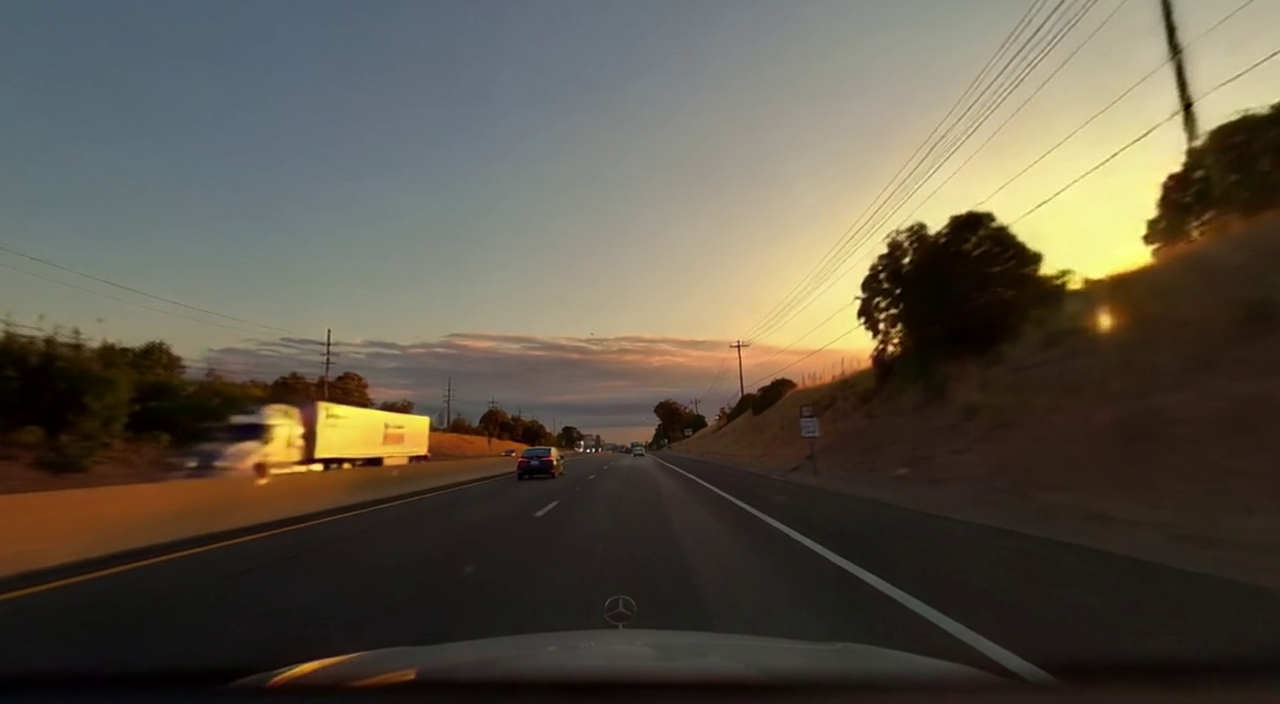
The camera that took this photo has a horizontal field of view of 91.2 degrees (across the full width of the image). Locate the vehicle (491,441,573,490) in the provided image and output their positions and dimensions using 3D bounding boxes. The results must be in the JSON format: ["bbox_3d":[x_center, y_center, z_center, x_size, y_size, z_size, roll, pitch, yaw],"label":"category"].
[{"bbox_3d":[-3.703,3.968,22.287,2.123,1.545,4.404,0,-9,0],"label":"vehicle"}]

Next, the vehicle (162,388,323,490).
[{"bbox_3d":[-17.199,3.891,27.762,3.057,3.975,5.932,0,-9,0],"label":"vehicle"}]
